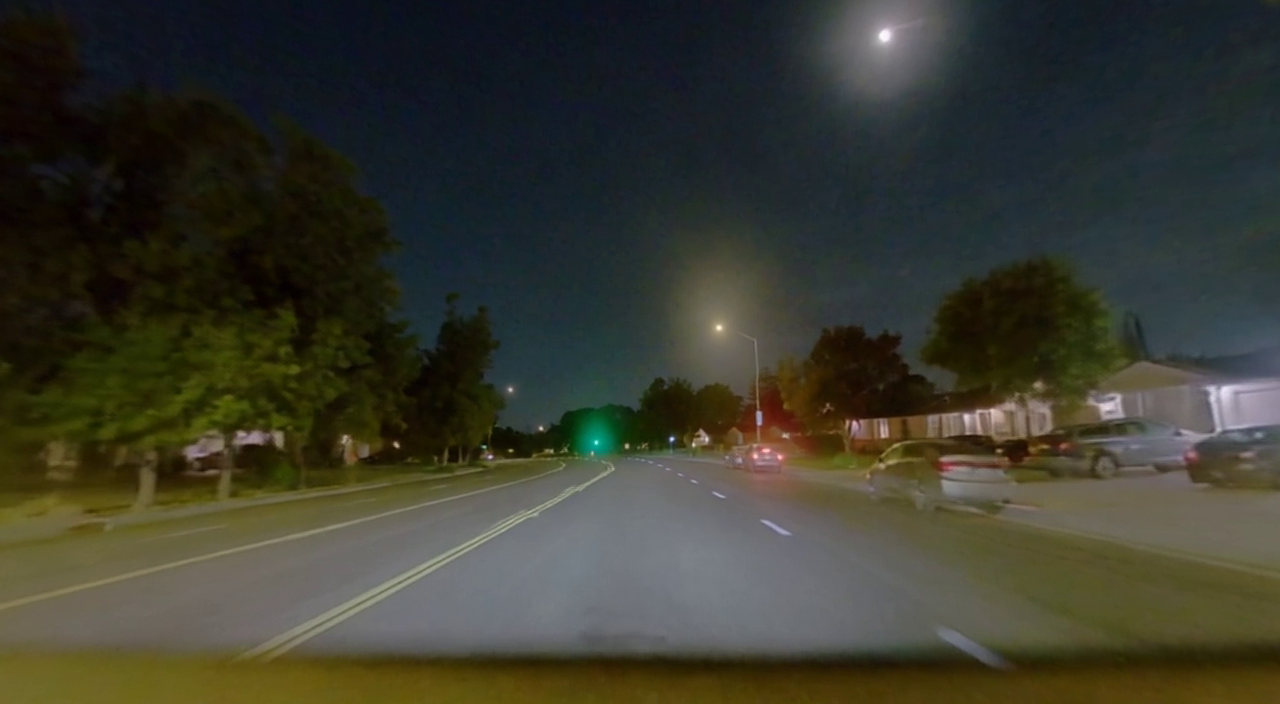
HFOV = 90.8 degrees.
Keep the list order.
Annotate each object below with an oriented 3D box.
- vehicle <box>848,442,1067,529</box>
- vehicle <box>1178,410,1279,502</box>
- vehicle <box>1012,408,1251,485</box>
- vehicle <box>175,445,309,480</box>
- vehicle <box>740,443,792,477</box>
[{"bbox_3d":[6.468,2.744,13.749,2.042,1.511,5.029,0,-9,-2],"label":"vehicle"},{"bbox_3d":[13.307,1.945,11.957,1.978,1.738,4.734,-2,-9,-1],"label":"vehicle"},{"bbox_3d":[14.973,2.923,19.557,5.355,1.853,2.257,-4,-9,0],"label":"vehicle"},{"bbox_3d":[-21.178,5.870,33.793,5.659,1.769,2.073,0,-9,-2],"label":"vehicle"},{"bbox_3d":[6.794,5.878,34.599,1.996,1.745,4.556,0,-9,1],"label":"vehicle"}]
